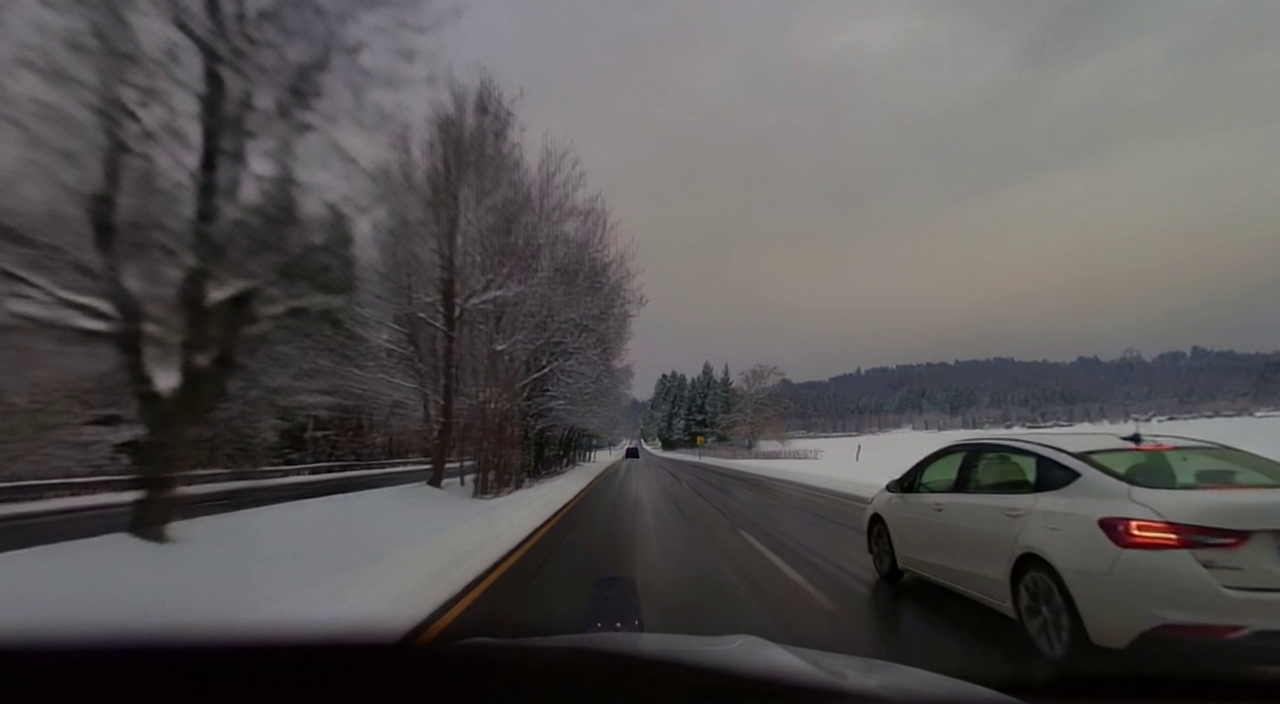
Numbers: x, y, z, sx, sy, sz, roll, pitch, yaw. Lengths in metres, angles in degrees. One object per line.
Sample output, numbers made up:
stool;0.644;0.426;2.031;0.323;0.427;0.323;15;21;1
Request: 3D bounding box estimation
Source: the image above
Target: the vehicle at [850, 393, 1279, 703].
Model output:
vehicle;3.577;1.326;5.275;2.060;1.584;4.592;0;-9;0
